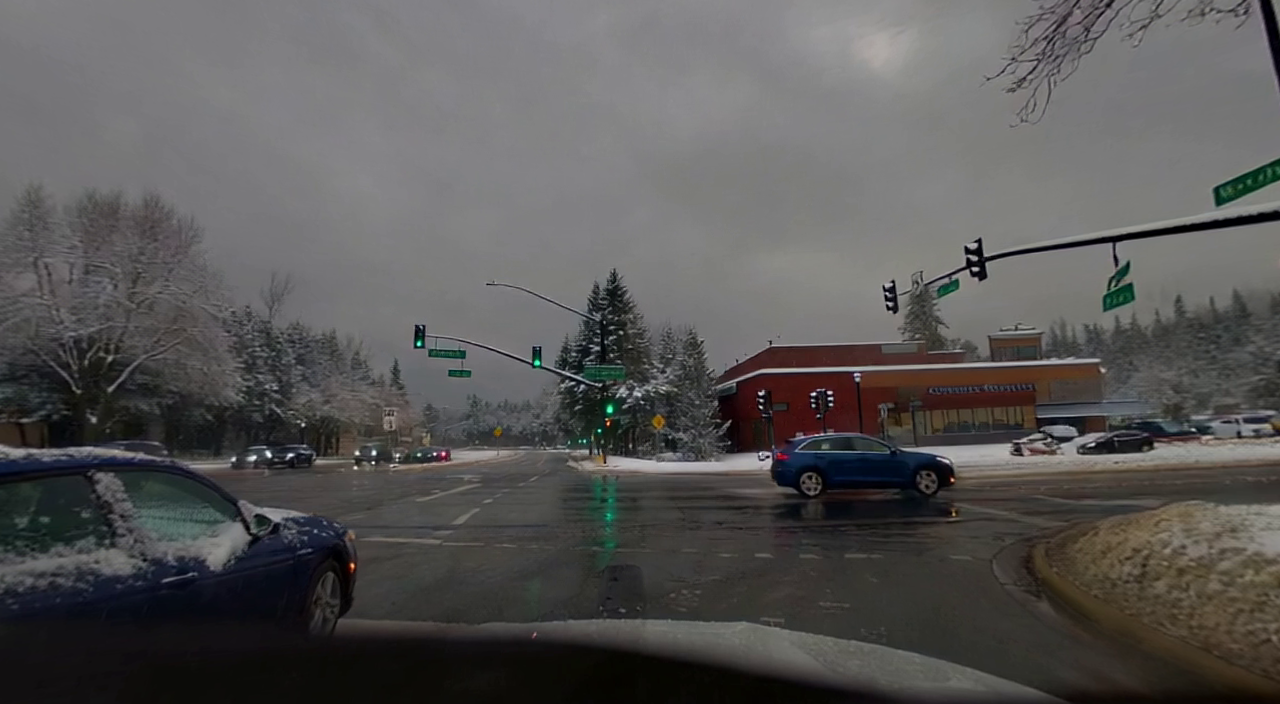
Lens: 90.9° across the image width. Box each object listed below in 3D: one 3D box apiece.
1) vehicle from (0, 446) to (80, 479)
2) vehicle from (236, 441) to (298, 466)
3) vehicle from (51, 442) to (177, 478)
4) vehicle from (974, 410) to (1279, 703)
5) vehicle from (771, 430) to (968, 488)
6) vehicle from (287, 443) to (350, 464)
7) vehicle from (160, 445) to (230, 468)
[{"bbox_3d":[-29.911,5.270,30.333,1.877,1.475,4.455,0,-8,-2],"label":"vehicle"},{"bbox_3d":[-27.326,7.448,46.320,1.886,1.694,4.420,0,-8,-2],"label":"vehicle"},{"bbox_3d":[-23.167,4.753,28.004,2.001,1.427,4.285,0,-8,-2],"label":"vehicle"},{"bbox_3d":[4.114,1.064,3.309,1.940,1.487,4.562,0,-8,-4],"label":"vehicle"},{"bbox_3d":[6.926,3.294,19.517,5.260,1.657,2.026,0,-8,1],"label":"vehicle"},{"bbox_3d":[-23.438,7.411,46.182,2.206,1.447,4.697,0,-8,-2],"label":"vehicle"},{"bbox_3d":[-34.209,8.001,48.614,2.079,1.681,4.675,0,-8,-2],"label":"vehicle"}]
